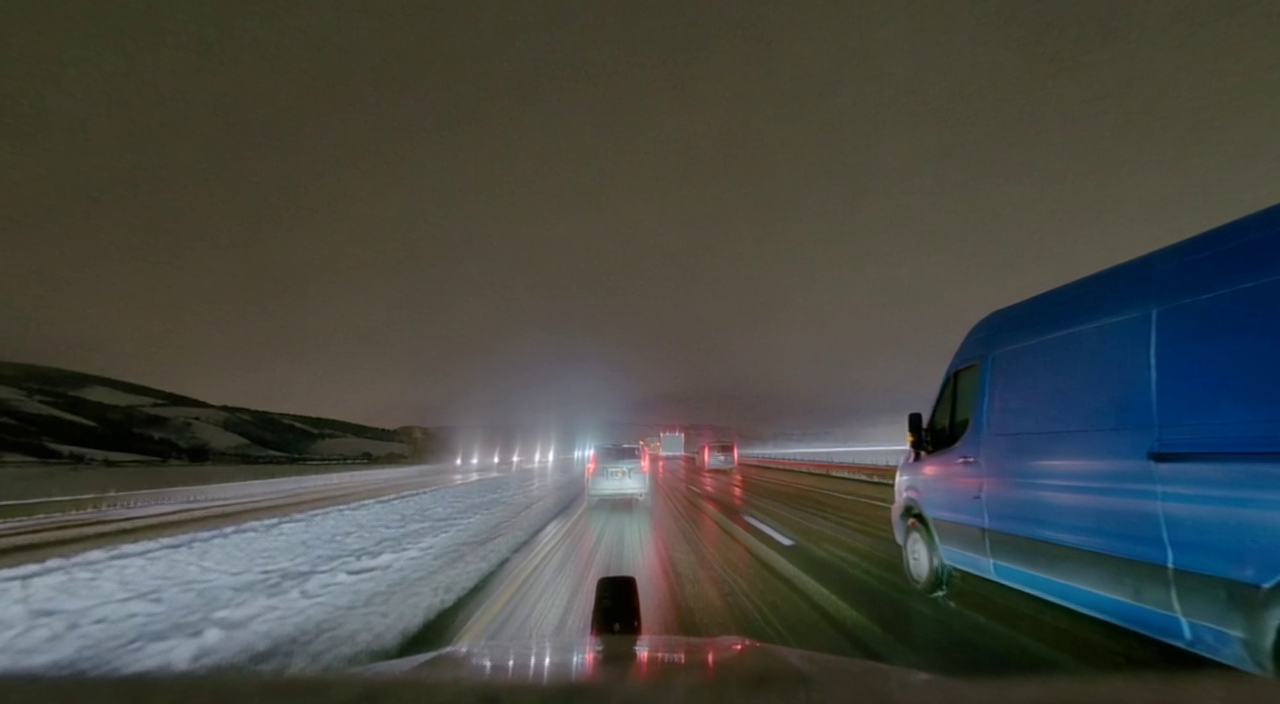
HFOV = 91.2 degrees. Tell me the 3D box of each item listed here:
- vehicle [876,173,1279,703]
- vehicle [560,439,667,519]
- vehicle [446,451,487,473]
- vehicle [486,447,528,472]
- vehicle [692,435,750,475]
[{"bbox_3d":[3.828,0.665,3.782,2.399,2.421,5.829,0,-9,-1],"label":"vehicle"},{"bbox_3d":[-0.520,2.699,13.792,2.029,1.483,3.769,0,-9,0],"label":"vehicle"},{"bbox_3d":[-12.916,8.192,46.819,1.853,1.507,4.226,0,-9,-1],"label":"vehicle"},{"bbox_3d":[-9.102,7.401,43.252,1.984,1.571,4.292,0,-9,0],"label":"vehicle"},{"bbox_3d":[4.156,5.406,33.009,2.261,1.952,4.784,0,-9,-1],"label":"vehicle"}]
